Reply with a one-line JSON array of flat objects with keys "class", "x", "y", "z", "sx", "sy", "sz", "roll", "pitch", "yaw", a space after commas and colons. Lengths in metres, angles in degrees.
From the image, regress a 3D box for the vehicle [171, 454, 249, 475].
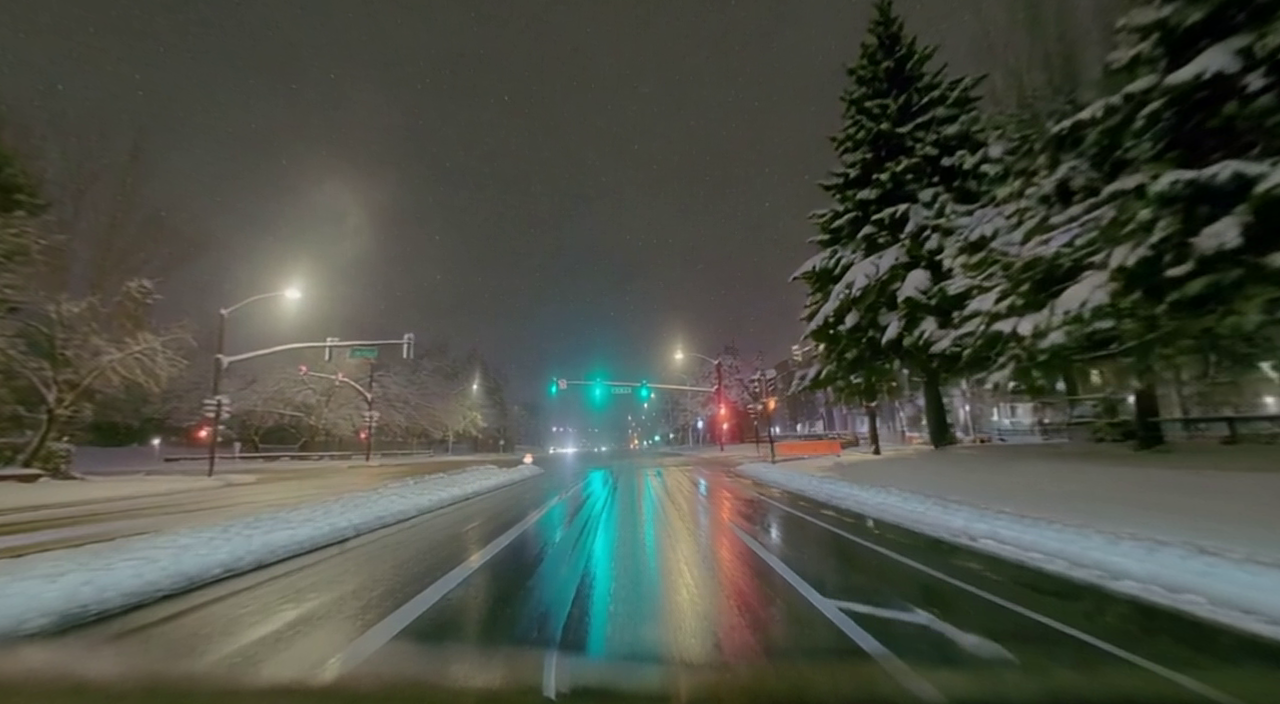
[{"class": "vehicle", "x": -32.978, "y": 8.616, "z": 48.519, "sx": 4.530, "sy": 1.540, "sz": 2.057, "roll": -1, "pitch": -8, "yaw": 4}]
